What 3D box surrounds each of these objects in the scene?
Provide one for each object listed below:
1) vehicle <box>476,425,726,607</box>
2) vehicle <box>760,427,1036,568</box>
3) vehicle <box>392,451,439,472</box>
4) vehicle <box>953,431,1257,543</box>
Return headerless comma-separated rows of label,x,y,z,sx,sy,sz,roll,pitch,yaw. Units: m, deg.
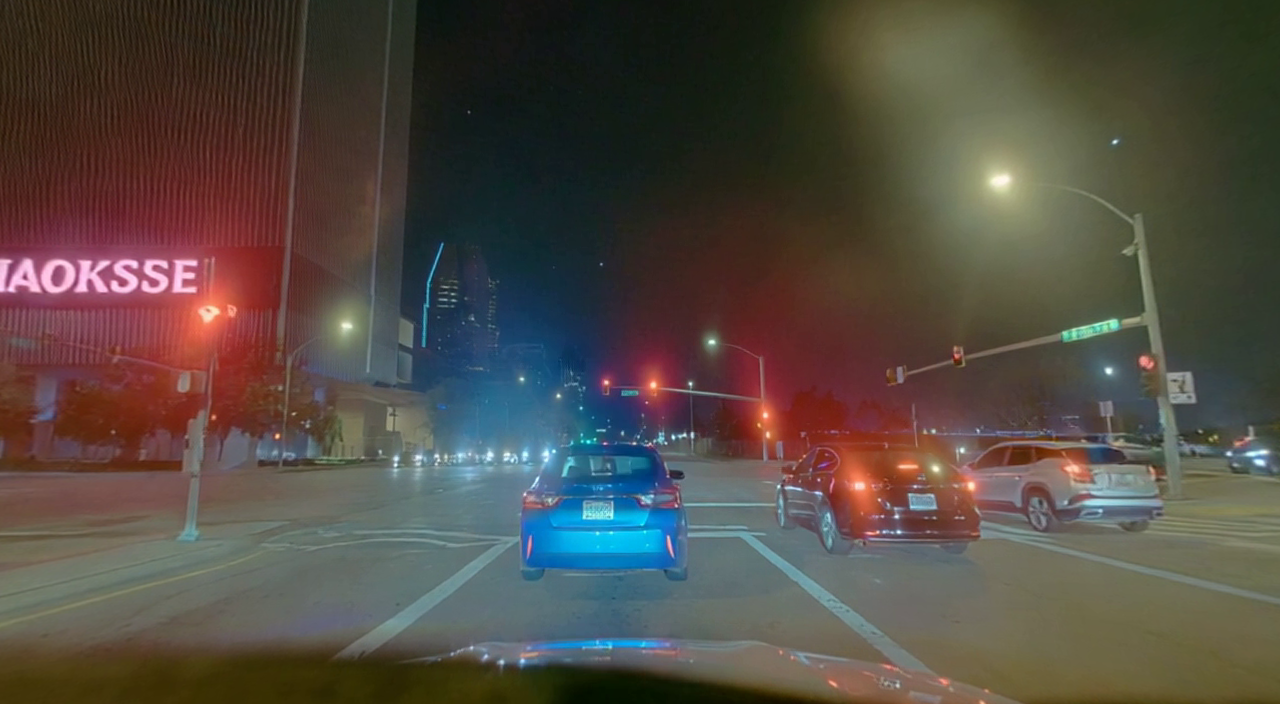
vehicle,-0.369,1.653,7.287,2.059,1.477,3.988,0,-8,-1
vehicle,3.214,1.887,8.970,2.042,1.508,4.109,0,-8,-2
vehicle,-17.141,8.335,48.373,2.048,1.463,4.530,0,-8,-1
vehicle,7.443,2.164,10.787,1.908,1.517,4.182,0,-8,-1
